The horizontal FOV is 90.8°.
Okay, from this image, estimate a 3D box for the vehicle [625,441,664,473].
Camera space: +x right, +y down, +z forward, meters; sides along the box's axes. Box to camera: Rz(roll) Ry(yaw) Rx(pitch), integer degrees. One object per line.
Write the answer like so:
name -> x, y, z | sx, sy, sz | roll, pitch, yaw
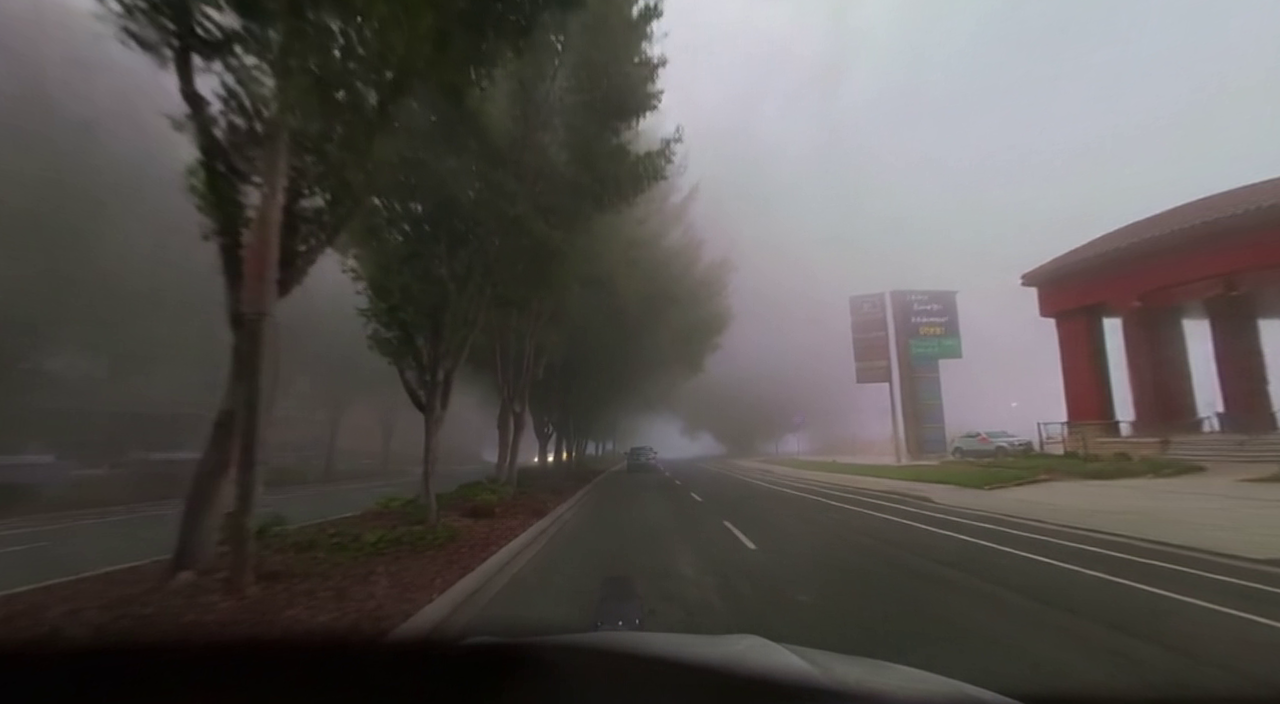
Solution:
vehicle -> 0.261, 6.038, 36.457 | 2.123, 1.703, 4.292 | -1, -9, 1
